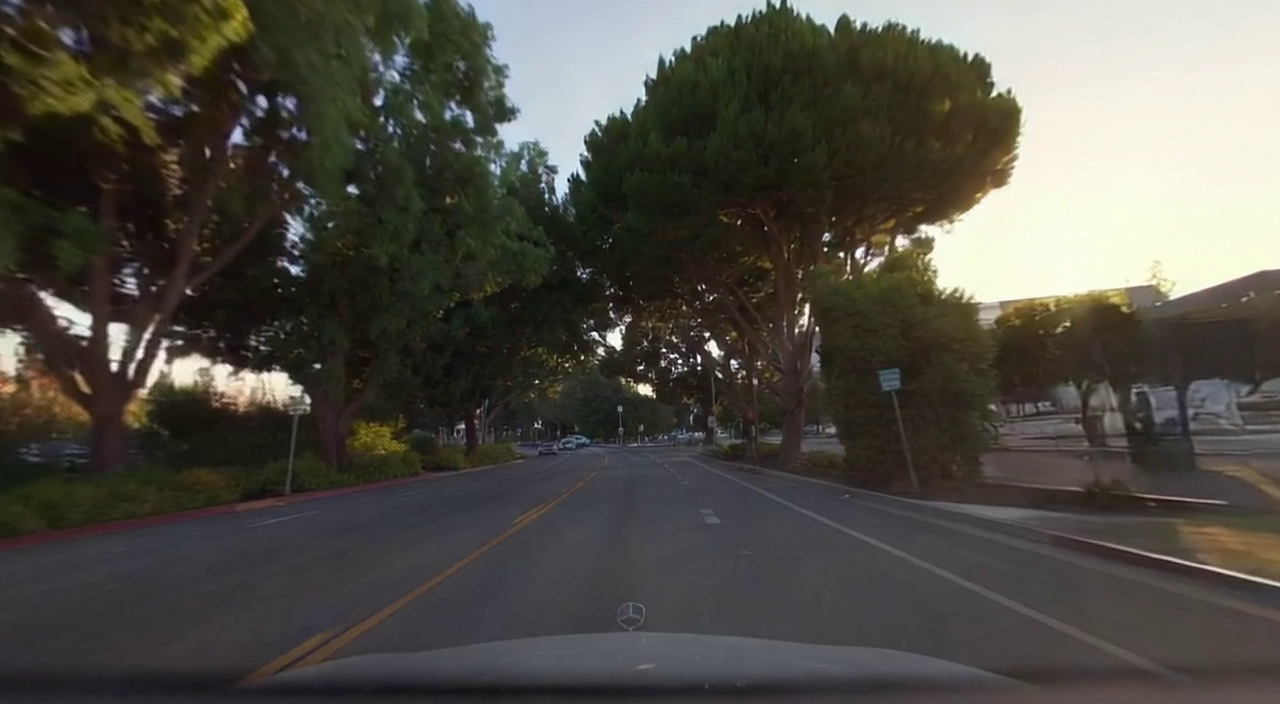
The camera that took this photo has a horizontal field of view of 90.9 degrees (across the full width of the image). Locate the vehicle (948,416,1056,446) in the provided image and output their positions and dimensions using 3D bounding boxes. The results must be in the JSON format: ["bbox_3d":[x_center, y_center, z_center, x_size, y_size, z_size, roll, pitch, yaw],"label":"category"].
[{"bbox_3d":[22.728,4.957,39.706,5.623,1.647,1.832,-2,-6,0],"label":"vehicle"}]

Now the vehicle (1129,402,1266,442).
[{"bbox_3d":[29.224,3.712,33.396,2.116,1.879,5.844,-2,-7,3],"label":"vehicle"}]
